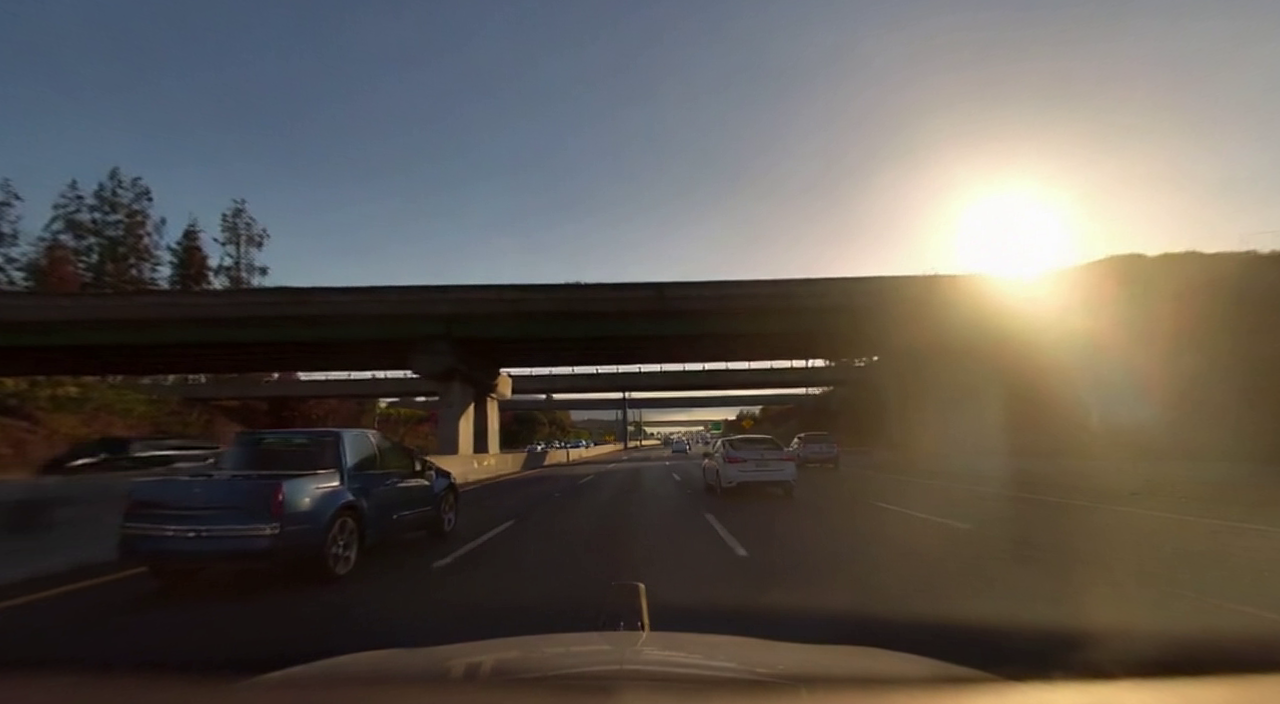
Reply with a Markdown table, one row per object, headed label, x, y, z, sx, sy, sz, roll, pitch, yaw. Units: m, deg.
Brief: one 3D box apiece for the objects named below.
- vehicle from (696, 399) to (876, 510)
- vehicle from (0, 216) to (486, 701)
| label | x | y | z | sx | sy | sz | roll | pitch | yaw |
| --- | --- | --- | --- | --- | --- | --- | --- | --- | --- |
| vehicle | 3.005 | 2.361 | 14.897 | 2.693 | 2.044 | 5.882 | -1 | -8 | -1 |
| vehicle | -3.554 | 0.981 | 6.573 | 2.369 | 2.682 | 6.088 | -1 | -8 | 0 |
